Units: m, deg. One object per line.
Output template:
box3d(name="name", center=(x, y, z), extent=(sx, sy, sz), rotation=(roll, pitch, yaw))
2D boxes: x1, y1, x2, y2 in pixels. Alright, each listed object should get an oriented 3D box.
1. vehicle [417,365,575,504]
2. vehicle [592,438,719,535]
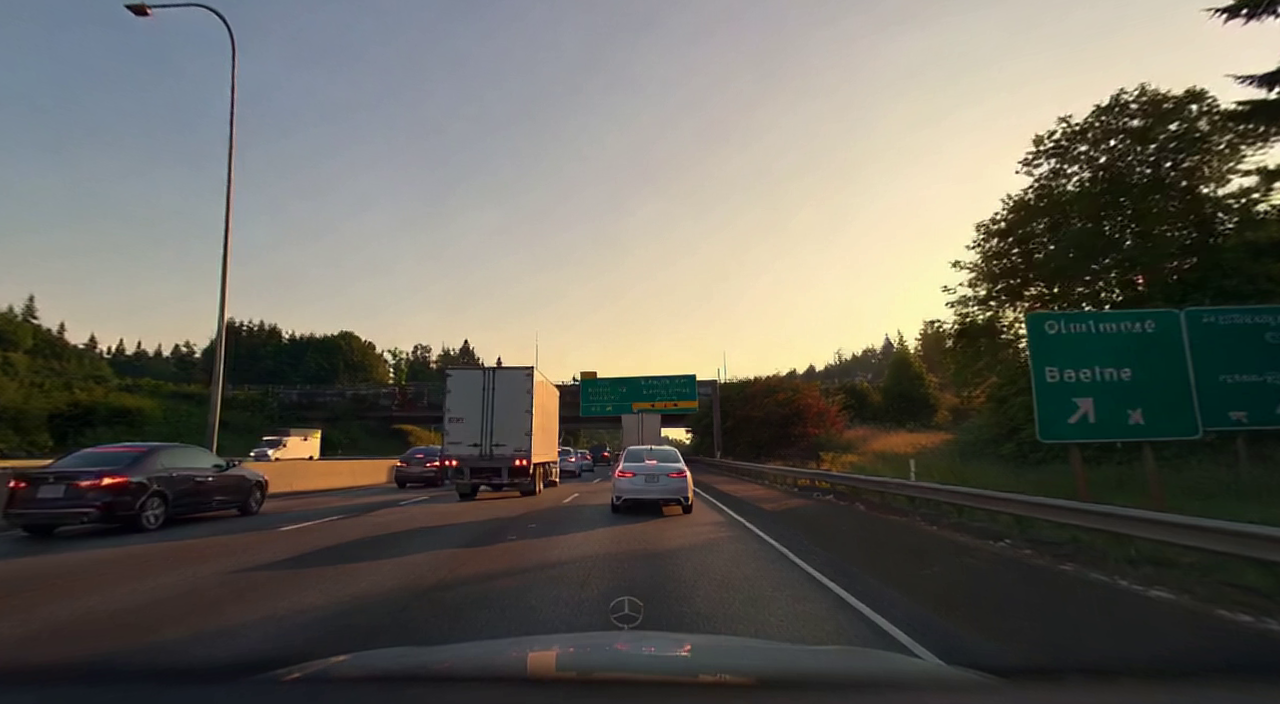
box3d(name="vehicle", center=(-3.844, 2.567, 19.045), extent=(2.832, 3.293, 7.782), rotation=(0, -9, 1))
box3d(name="vehicle", center=(0.238, 2.390, 11.694), extent=(1.995, 1.495, 3.380), rotation=(0, -9, 0))
